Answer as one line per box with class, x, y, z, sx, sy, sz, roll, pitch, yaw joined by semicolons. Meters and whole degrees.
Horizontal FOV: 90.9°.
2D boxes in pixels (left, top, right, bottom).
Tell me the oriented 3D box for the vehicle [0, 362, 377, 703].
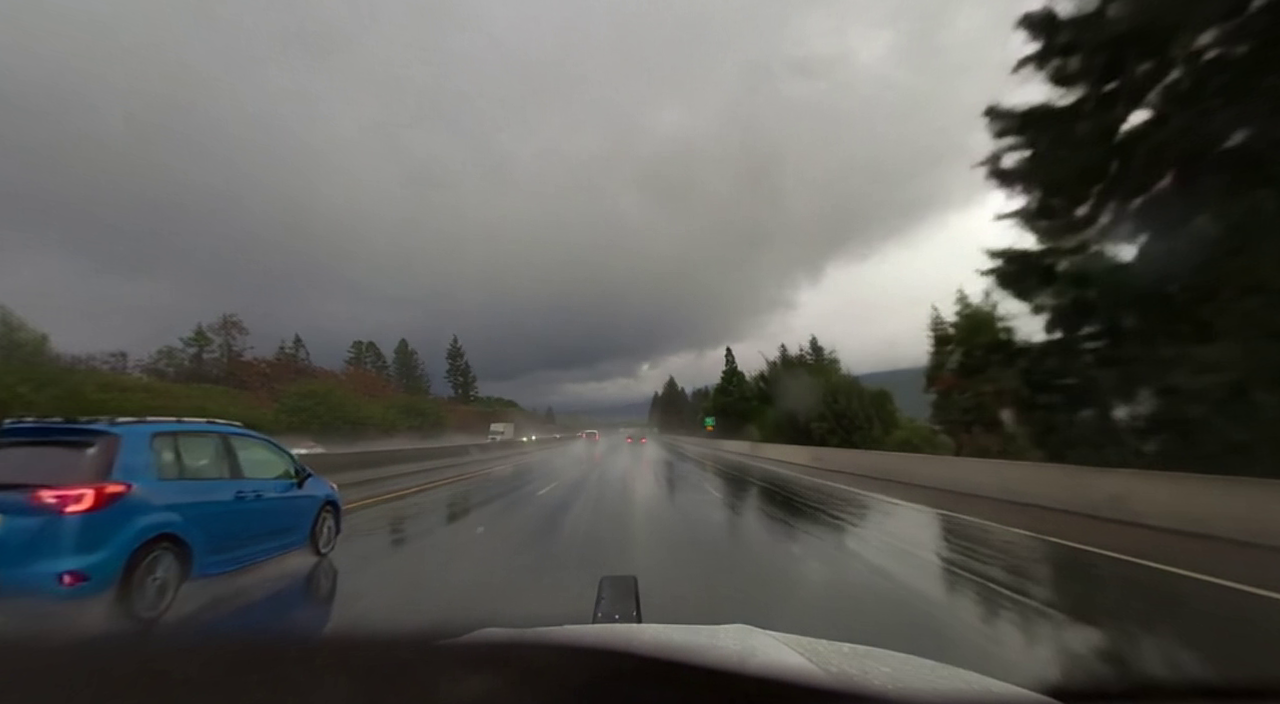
vehicle;-4.028;1.151;4.945;2.064;1.647;4.381;0;-8;-1
